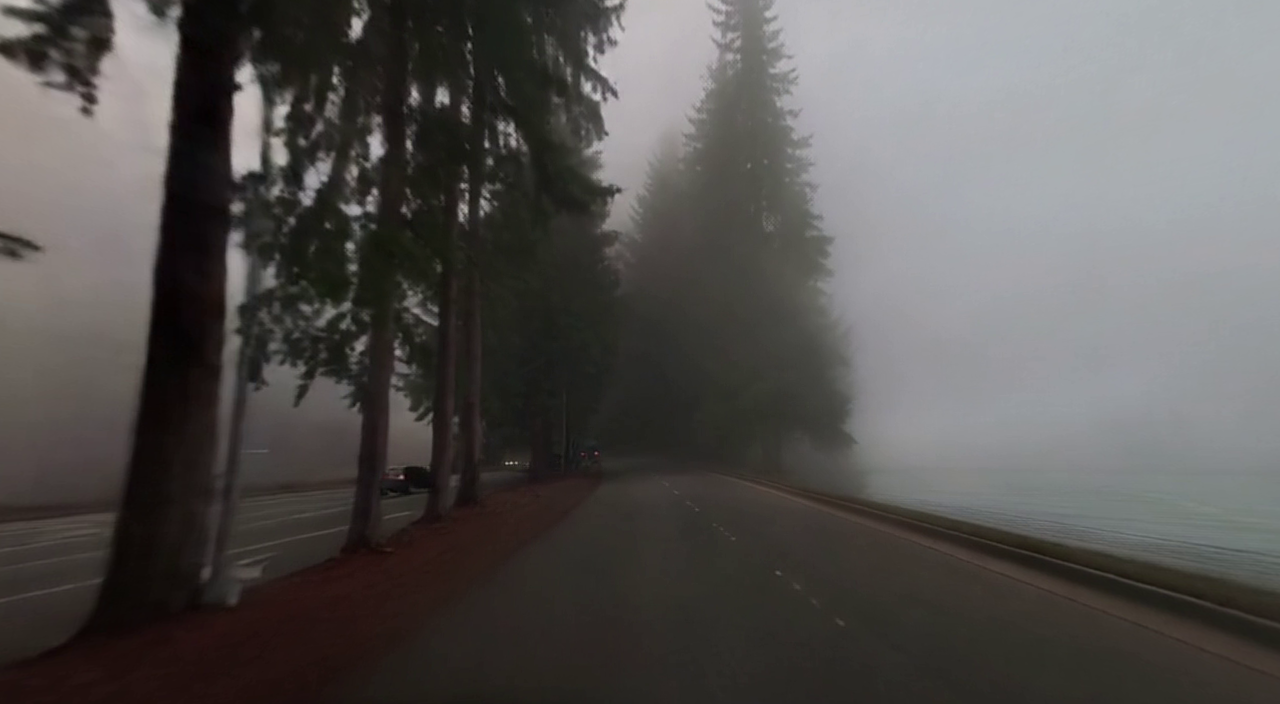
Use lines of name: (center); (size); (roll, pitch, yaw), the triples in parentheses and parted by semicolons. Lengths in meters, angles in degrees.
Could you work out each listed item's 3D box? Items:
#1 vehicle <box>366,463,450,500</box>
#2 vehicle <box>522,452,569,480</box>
vehicle: (-11.110, 6.214, 30.692); (1.886, 1.535, 4.742); (-1, -9, 6)
vehicle: (-6.123, 7.460, 41.551); (2.049, 1.699, 4.860); (-1, -9, 4)
